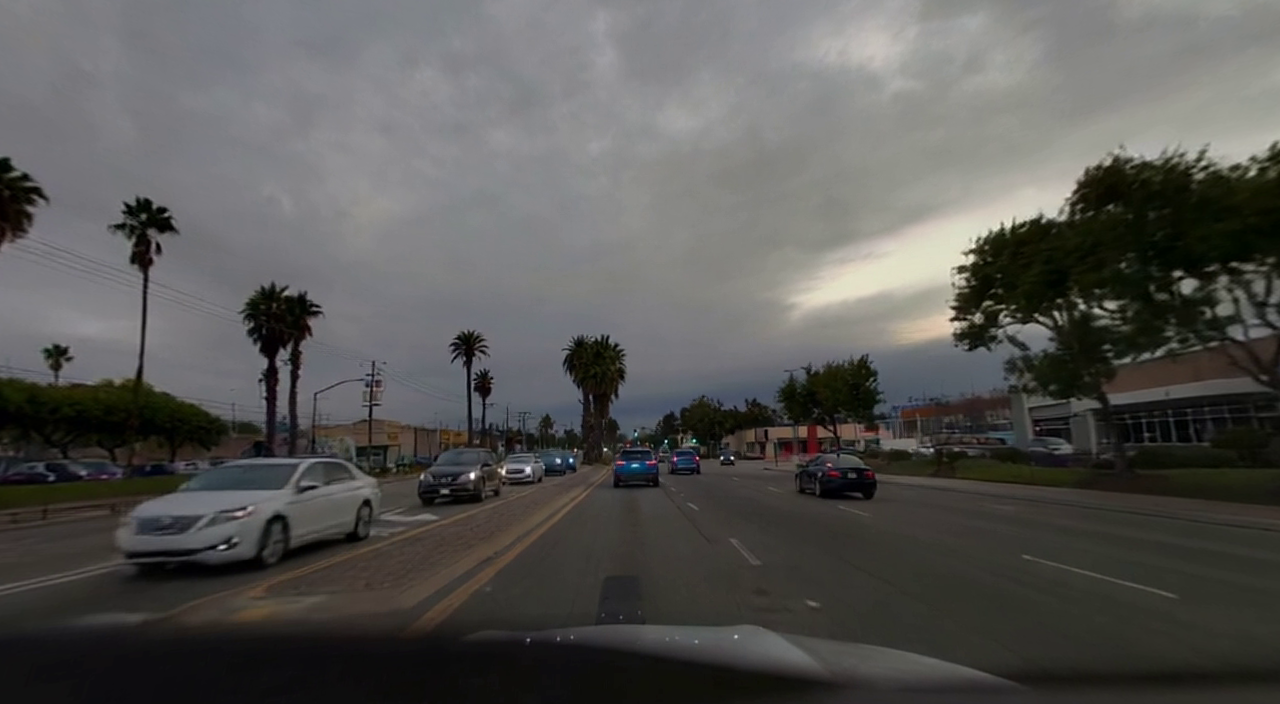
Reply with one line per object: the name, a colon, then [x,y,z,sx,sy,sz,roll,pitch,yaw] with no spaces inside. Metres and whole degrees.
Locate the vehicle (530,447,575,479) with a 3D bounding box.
vehicle: [-5.244,6.700,38.381,2.160,1.769,4.494,0,-9,-1]

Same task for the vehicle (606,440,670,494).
vehicle: [-0.097,4.207,23.416,2.151,1.787,4.109,0,-9,-1]

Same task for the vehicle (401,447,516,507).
vehicle: [-5.162,3.593,18.625,2.036,1.541,4.107,0,-9,2]

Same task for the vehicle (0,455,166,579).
vehicle: [-8.592,2.026,7.850,2.061,1.415,4.289,0,-9,0]

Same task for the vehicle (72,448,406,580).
vehicle: [-5.254,2.131,9.217,2.030,1.441,4.324,0,-9,0]

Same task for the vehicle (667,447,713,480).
vehicle: [2.749,6.256,35.750,2.112,1.710,4.234,0,-9,-2]

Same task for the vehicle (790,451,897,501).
vehicle: [6.478,3.971,20.684,1.944,1.447,4.309,0,-9,-2]
